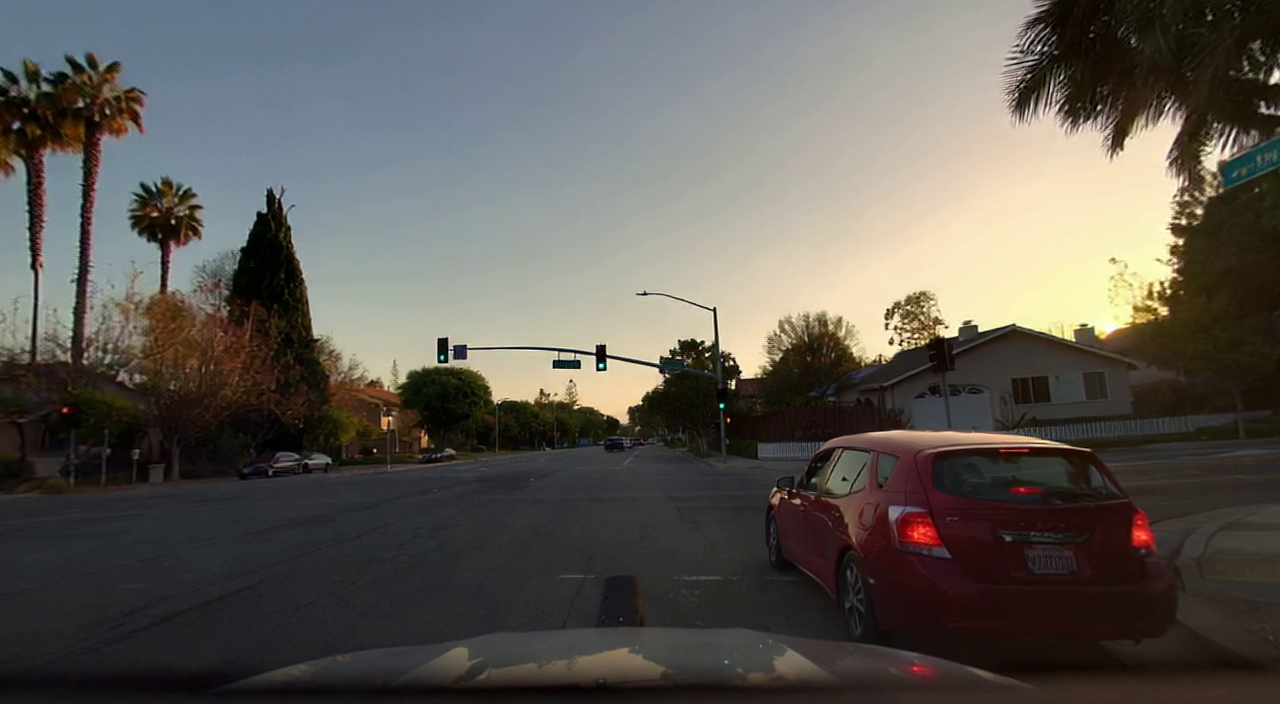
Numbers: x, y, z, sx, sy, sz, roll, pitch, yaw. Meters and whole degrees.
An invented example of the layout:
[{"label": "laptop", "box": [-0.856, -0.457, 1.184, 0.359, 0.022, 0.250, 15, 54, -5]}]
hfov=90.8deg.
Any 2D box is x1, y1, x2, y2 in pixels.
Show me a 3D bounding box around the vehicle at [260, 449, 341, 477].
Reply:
[{"label": "vehicle", "box": [-20.024, 6.530, 37.554, 2.084, 1.528, 4.778, -1, -9, 2]}]
